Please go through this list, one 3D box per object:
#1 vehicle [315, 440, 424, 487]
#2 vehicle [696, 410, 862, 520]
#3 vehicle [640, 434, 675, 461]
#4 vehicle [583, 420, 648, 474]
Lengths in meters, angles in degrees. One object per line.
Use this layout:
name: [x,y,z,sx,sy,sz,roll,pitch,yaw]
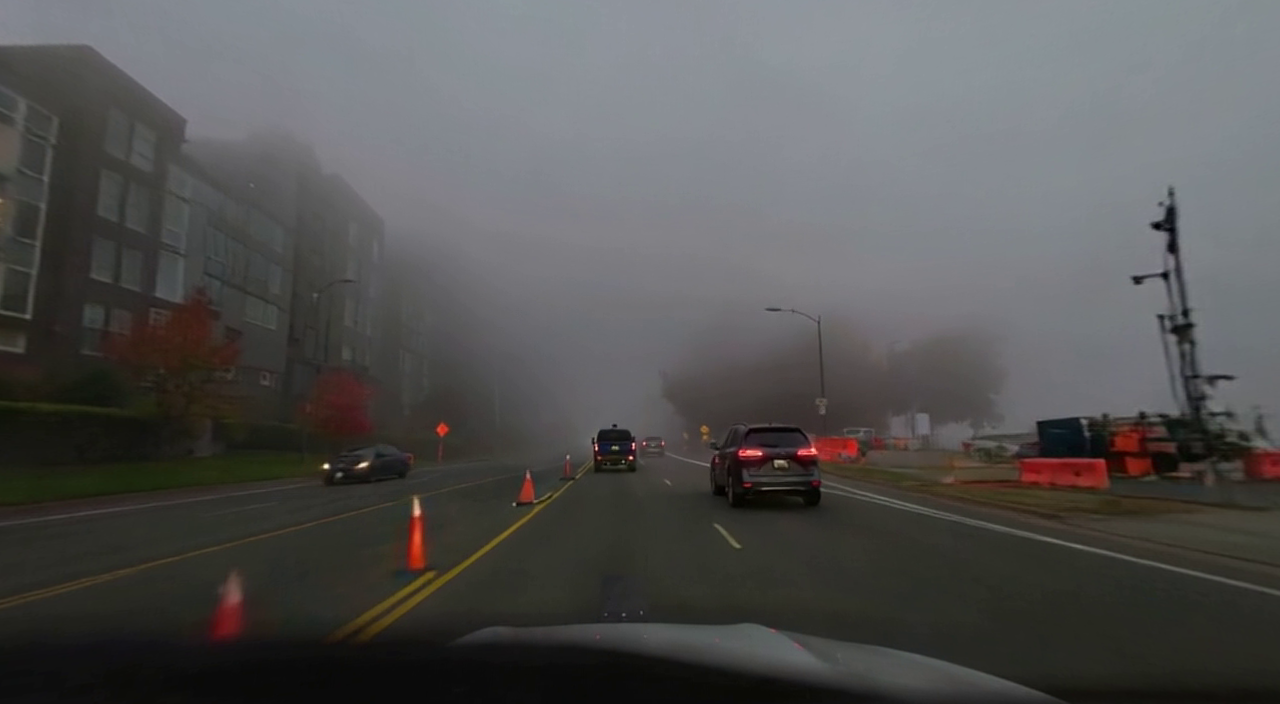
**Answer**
vehicle: [-9.639,3.992,22.820,1.997,1.512,4.322,0,-8,0]
vehicle: [2.590,2.307,13.369,2.120,1.828,5.531,0,-8,-2]
vehicle: [1.230,7.131,46.911,2.187,1.835,5.471,1,-8,-3]
vehicle: [-1.173,4.563,30.255,2.762,2.309,6.723,0,-8,-2]
